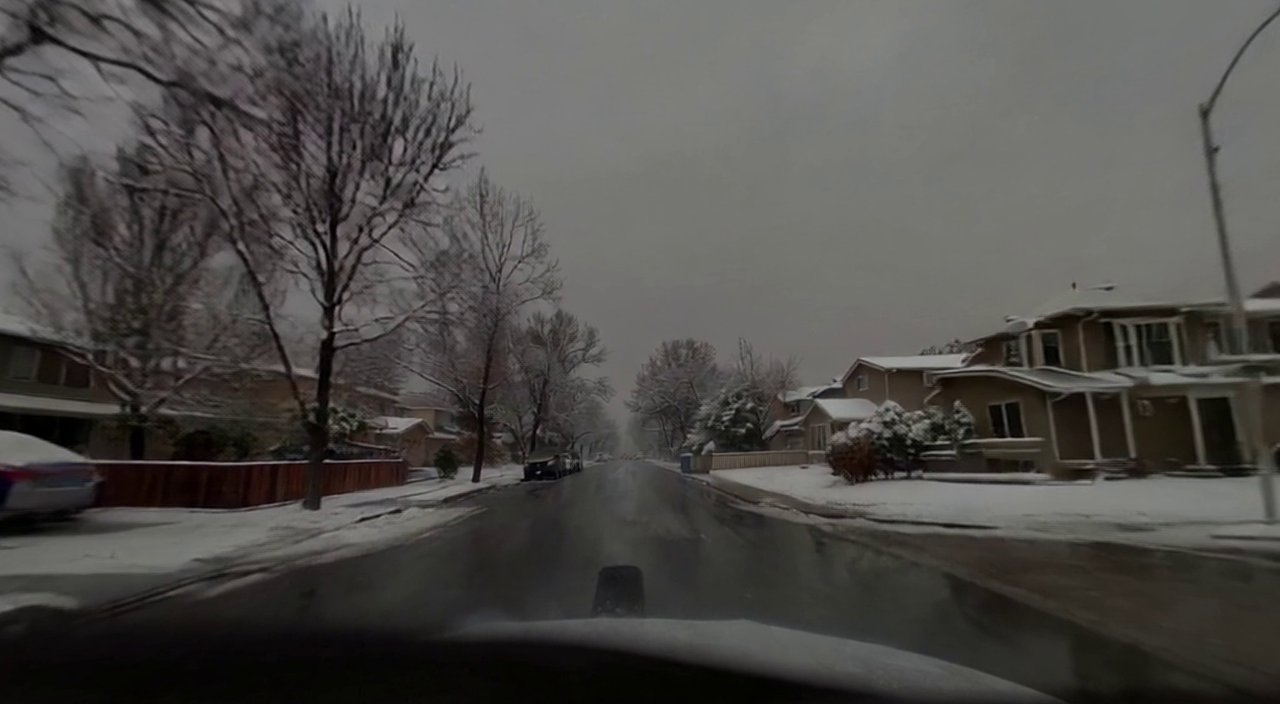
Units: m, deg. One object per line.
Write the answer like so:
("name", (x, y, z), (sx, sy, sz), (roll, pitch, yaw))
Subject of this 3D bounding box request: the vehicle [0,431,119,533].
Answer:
("vehicle", (-14.245, 2.446, 12.258), (5.863, 1.773, 2.451), (1, -9, -4))

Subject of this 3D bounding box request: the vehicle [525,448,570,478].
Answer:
("vehicle", (-6.154, 7.469, 42.729), (2.341, 1.886, 5.684), (1, -9, -2))
